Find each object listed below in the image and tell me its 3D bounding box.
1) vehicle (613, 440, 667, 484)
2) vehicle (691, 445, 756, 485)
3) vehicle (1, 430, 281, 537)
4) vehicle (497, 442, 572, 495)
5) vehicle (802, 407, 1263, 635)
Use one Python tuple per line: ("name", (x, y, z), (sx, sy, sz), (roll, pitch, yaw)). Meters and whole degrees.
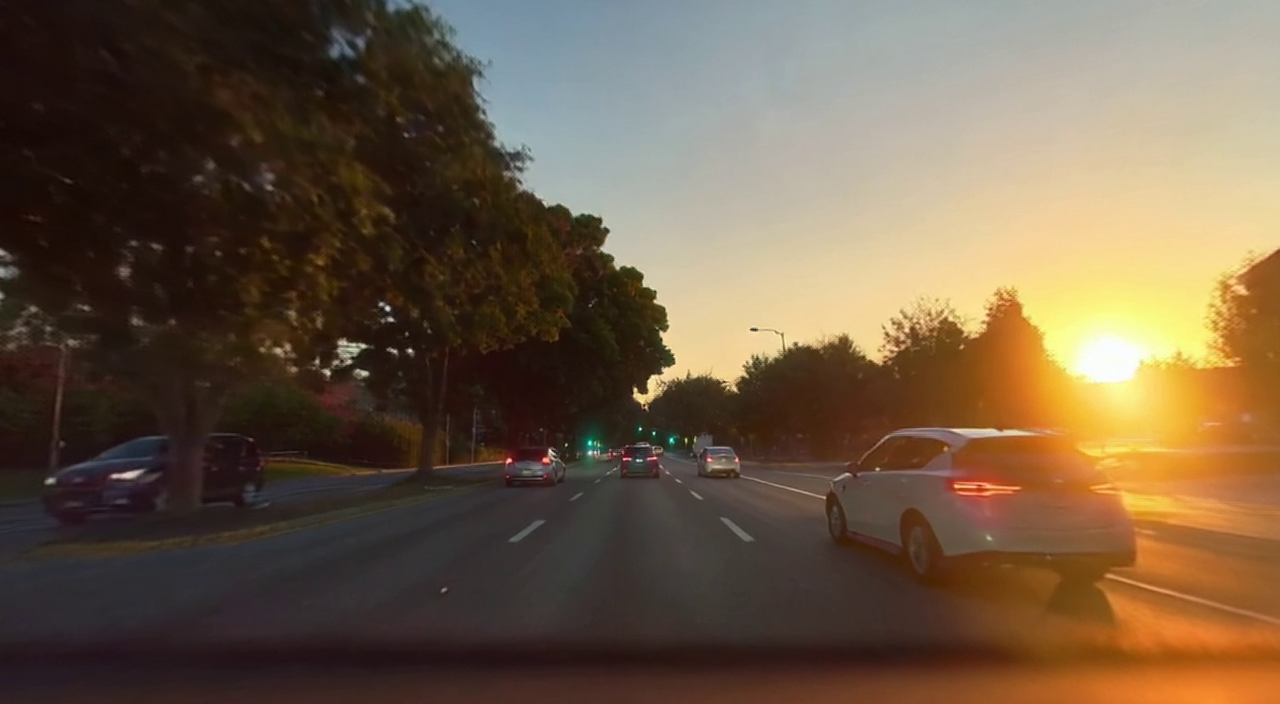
("vehicle", (-0.041, 4.725, 27.342), (2.150, 1.725, 4.096), (0, -9, -1))
("vehicle", (3.384, 4.672, 26.418), (2.068, 1.541, 4.041), (0, -9, -1))
("vehicle", (-9.501, 2.508, 12.677), (2.045, 1.730, 4.375), (0, -9, -1))
("vehicle", (-3.427, 3.875, 21.327), (1.823, 1.602, 4.061), (0, -9, 0))
("vehicle", (3.472, 1.592, 7.027), (2.069, 1.644, 4.714), (0, -9, 0))
